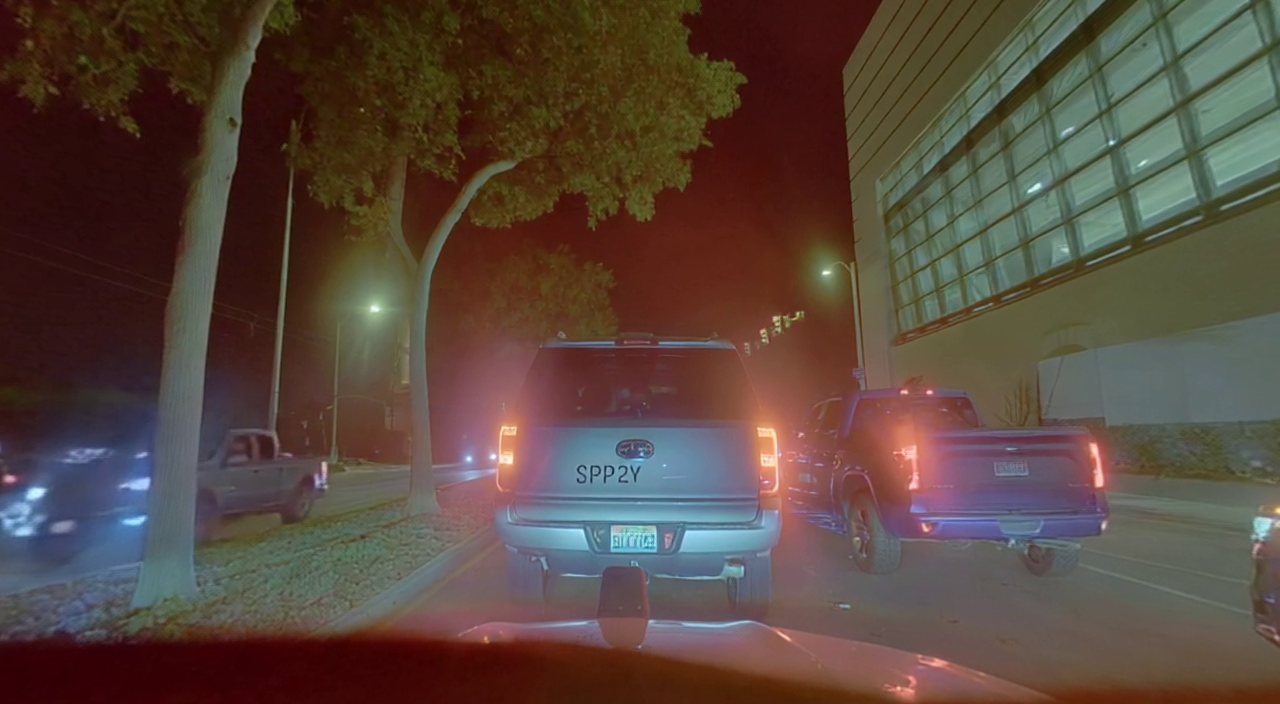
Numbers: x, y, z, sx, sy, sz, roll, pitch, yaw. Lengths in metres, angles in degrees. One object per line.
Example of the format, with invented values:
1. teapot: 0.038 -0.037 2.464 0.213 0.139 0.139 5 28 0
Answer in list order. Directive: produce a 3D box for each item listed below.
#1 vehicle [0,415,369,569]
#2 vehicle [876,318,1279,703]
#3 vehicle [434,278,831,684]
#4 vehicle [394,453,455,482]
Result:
1. vehicle: -9.067 2.761 13.757 2.873 2.199 8.099 -4 -8 -1
2. vehicle: 3.081 0.982 3.470 2.022 1.700 4.410 0 -8 3
3. vehicle: 0.011 1.035 5.936 2.267 2.372 4.366 0 -8 2
4. vehicle: -15.241 8.151 44.937 2.214 1.815 5.613 0 -8 2
